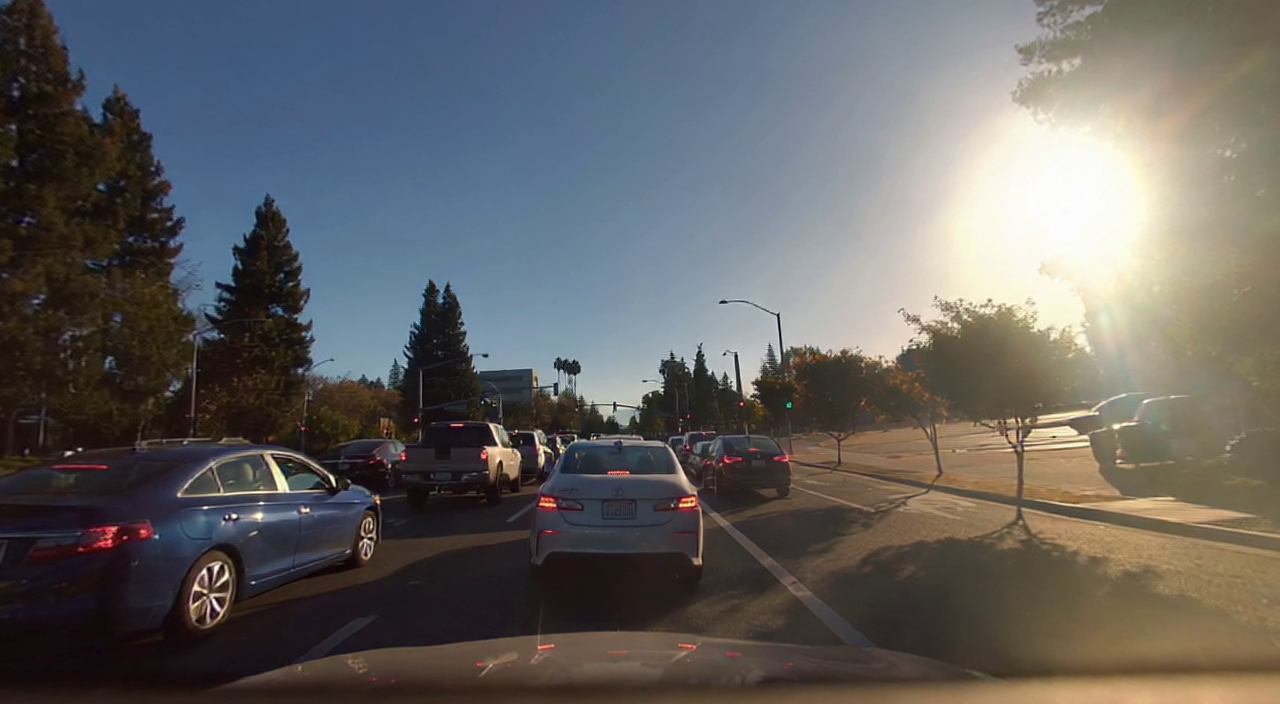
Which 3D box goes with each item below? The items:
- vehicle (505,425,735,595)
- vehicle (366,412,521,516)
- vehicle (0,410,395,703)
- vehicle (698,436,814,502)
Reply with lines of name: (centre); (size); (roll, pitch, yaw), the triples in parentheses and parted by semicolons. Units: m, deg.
vehicle: (-0.230, 1.680, 7.621); (2.007, 1.467, 4.059); (0, -8, -2)
vehicle: (-4.035, 2.385, 13.904); (2.054, 1.881, 4.469); (0, -8, -1)
vehicle: (-3.863, 1.346, 5.248); (1.985, 1.467, 4.224); (0, -9, -1)
vehicle: (2.805, 2.959, 16.423); (1.978, 1.452, 4.381); (0, -8, -3)
